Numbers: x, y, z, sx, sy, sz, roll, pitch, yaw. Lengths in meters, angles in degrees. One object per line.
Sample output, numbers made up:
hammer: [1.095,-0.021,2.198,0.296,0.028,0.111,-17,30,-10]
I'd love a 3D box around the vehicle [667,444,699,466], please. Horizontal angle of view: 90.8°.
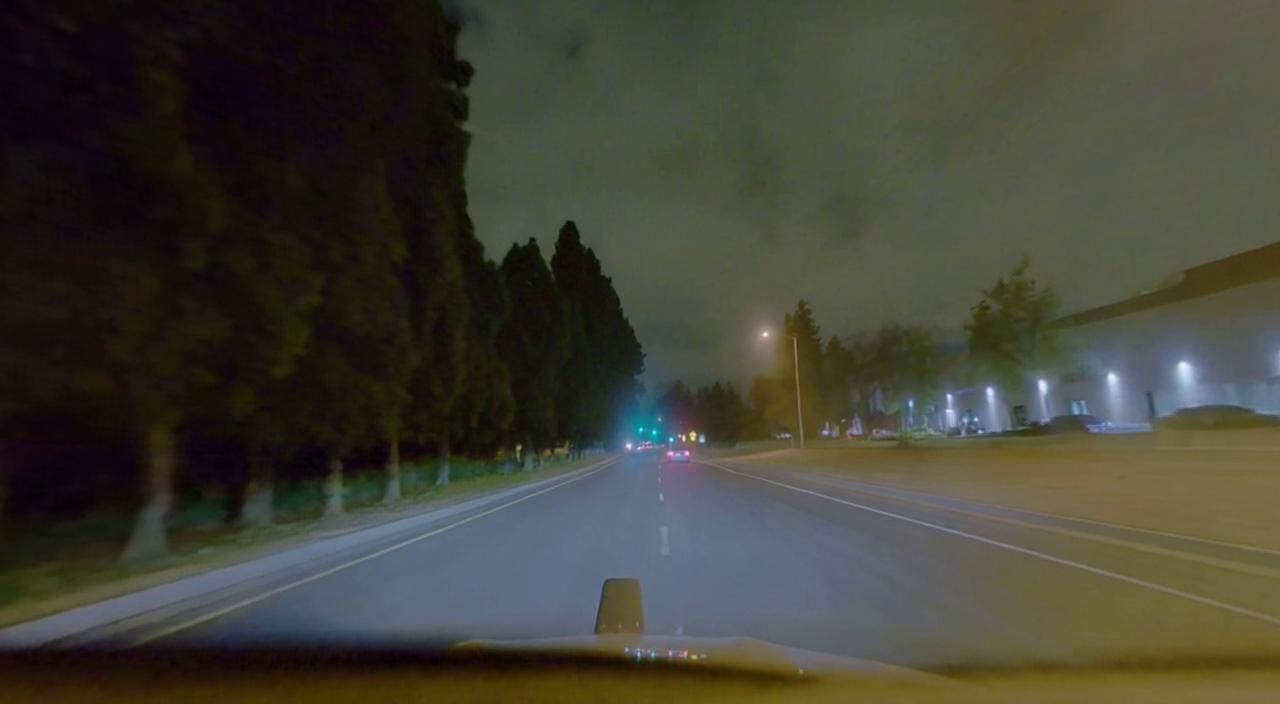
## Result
vehicle: [3.036,7.448,45.664,1.925,1.488,4.271,0,-8,-1]
